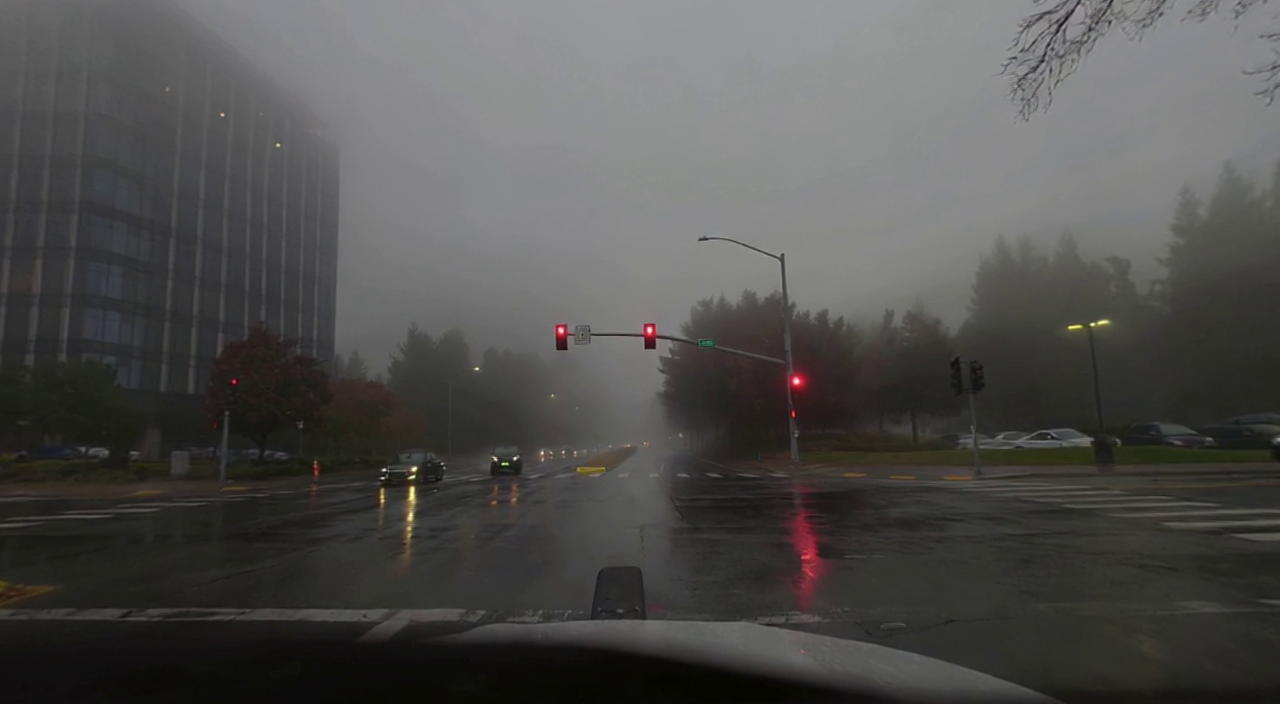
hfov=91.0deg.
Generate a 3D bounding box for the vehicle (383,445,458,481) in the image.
[{"bbox_3d":[-11.672,5.933,33.939,2.069,1.771,4.947,0,-9,3],"label":"vehicle"}]
